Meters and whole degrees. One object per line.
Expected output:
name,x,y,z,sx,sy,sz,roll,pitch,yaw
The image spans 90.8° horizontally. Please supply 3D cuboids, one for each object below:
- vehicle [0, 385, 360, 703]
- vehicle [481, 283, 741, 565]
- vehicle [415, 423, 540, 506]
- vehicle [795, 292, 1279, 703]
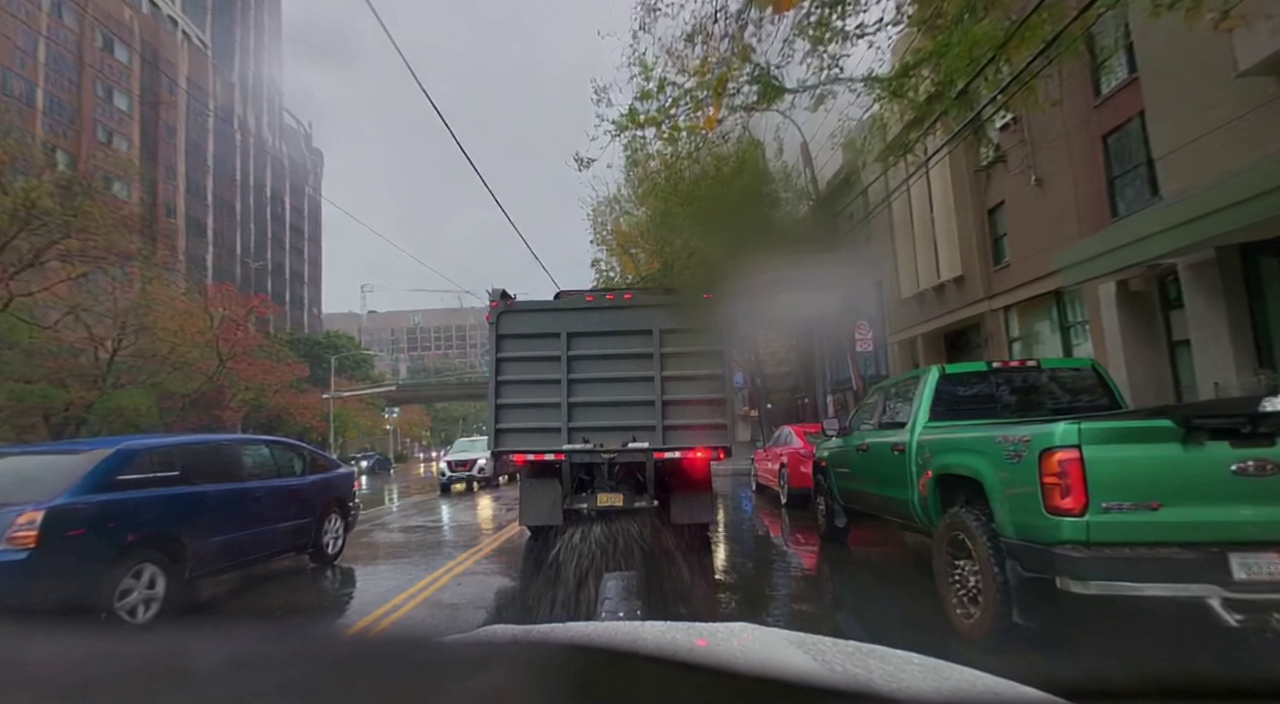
vehicle,-4.127,1.231,4.673,1.988,1.657,4.492,0,-8,1
vehicle,-0.268,1.376,11.311,2.878,3.204,8.244,0,-8,1
vehicle,-3.837,2.725,15.701,1.955,1.779,4.116,0,-8,1
vehicle,3.242,1.100,5.815,2.242,1.979,5.722,0,-8,1
